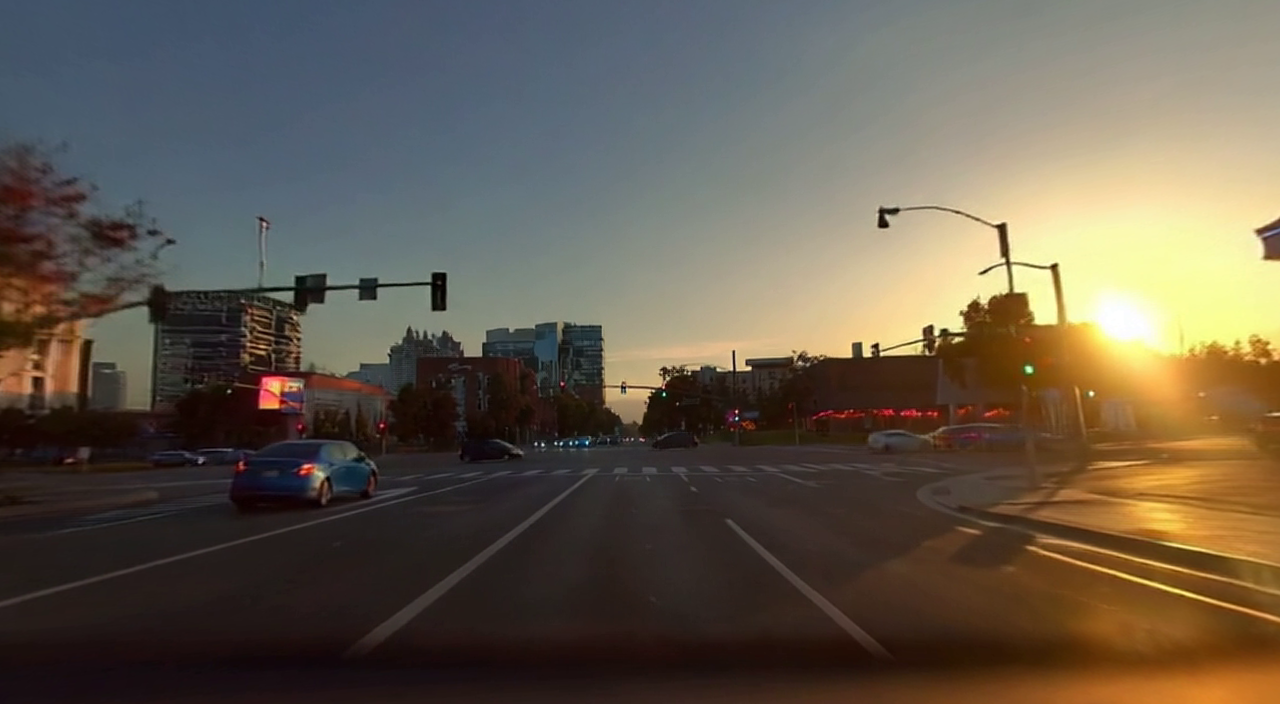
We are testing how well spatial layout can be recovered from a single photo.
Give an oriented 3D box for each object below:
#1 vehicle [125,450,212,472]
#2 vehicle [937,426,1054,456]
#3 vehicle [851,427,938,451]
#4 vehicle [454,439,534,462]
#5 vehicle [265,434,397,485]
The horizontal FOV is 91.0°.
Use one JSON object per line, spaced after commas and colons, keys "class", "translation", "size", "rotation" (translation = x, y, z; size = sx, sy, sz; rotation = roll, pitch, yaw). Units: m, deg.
{"class": "vehicle", "translation": [-34.324, 7.938, 45.892], "size": [4.805, 1.494, 2.112], "rotation": [-1, -8, 5]}
{"class": "vehicle", "translation": [18.380, 4.626, 32.690], "size": [4.885, 1.503, 1.845], "rotation": [-1, -8, 3]}
{"class": "vehicle", "translation": [15.891, 5.453, 39.499], "size": [4.647, 1.428, 1.825], "rotation": [-1, -8, 4]}
{"class": "vehicle", "translation": [-9.533, 6.445, 41.376], "size": [4.775, 1.466, 1.850], "rotation": [-1, -8, 5]}
{"class": "vehicle", "translation": [-9.896, 3.480, 20.693], "size": [1.899, 1.460, 4.880], "rotation": [0, -8, 0]}
